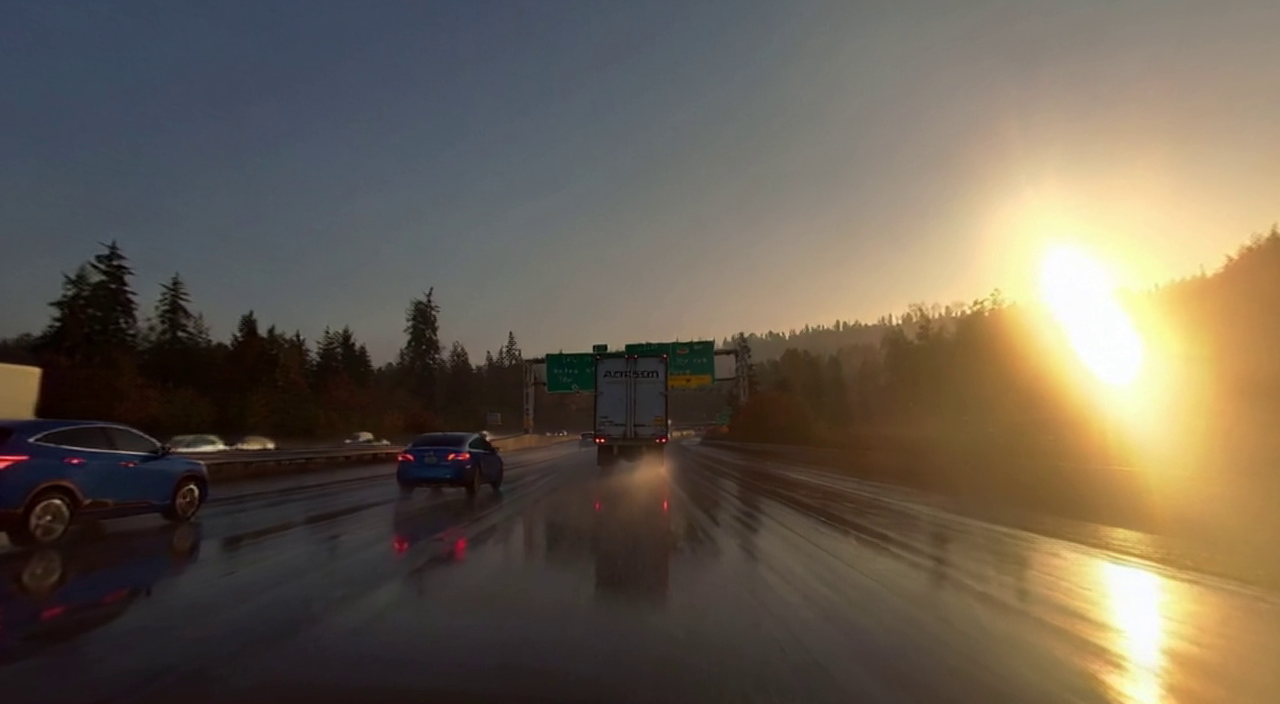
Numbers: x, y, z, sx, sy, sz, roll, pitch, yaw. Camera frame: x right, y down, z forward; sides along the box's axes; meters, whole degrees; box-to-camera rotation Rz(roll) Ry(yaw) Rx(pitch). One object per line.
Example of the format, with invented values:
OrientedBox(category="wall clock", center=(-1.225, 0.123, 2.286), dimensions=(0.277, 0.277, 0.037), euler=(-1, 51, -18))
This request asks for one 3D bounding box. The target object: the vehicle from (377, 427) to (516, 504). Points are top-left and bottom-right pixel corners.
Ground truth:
OrientedBox(category="vehicle", center=(-4.176, 2.482, 14.274), dimensions=(1.933, 1.492, 3.838), euler=(0, -8, 0))

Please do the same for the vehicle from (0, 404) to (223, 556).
OrientedBox(category="vehicle", center=(-8.063, 1.637, 8.547), dimensions=(1.990, 1.654, 4.129), euler=(0, -8, -1))

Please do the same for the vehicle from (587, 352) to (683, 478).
OrientedBox(category="vehicle", center=(-0.219, 2.771, 26.011), dimensions=(3.118, 4.106, 10.719), euler=(0, -8, -1))
